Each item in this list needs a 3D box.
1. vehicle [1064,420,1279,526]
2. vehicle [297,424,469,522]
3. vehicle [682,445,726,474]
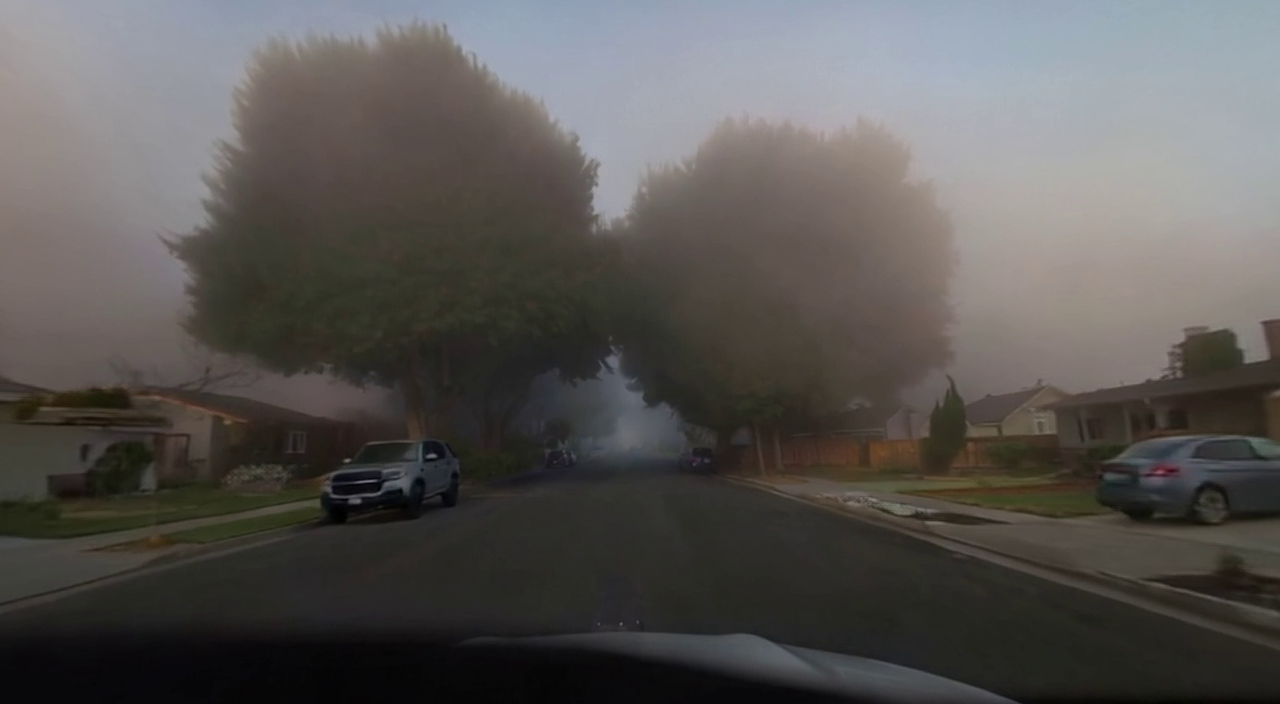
[{"bbox_3d":[10.030,1.969,10.533,4.497,1.564,1.948,0,-9,-2],"label":"vehicle"},{"bbox_3d":[-5.918,2.838,15.451,2.341,1.942,5.044,0,-9,-3],"label":"vehicle"},{"bbox_3d":[3.609,6.202,36.659,1.996,1.585,4.371,0,-9,-1],"label":"vehicle"}]
